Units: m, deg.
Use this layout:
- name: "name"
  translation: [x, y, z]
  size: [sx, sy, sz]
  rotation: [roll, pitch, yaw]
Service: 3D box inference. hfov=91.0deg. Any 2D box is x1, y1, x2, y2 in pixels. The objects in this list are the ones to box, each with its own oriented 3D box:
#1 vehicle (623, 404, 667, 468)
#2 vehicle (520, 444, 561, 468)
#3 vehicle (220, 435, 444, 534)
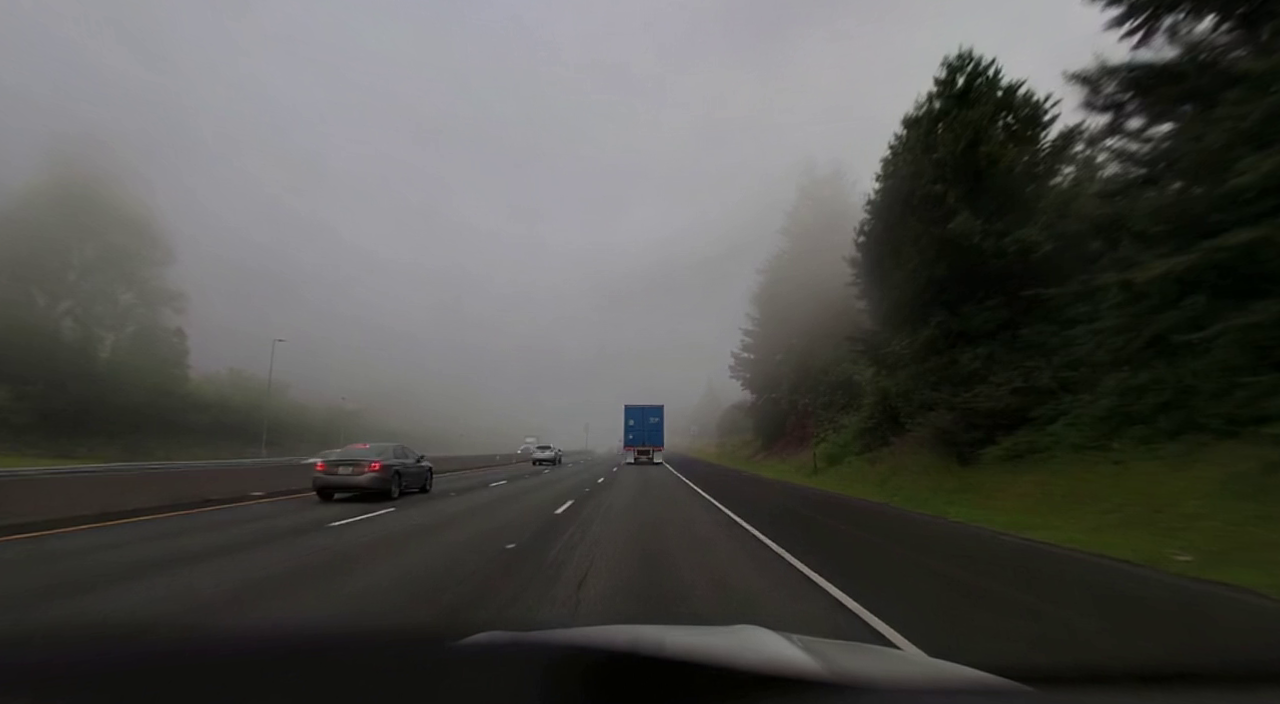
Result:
- name: "vehicle"
  translation: [0.323, 6.605, 48.665]
  size: [2.918, 4.124, 14.567]
  rotation: [0, -9, 0]
- name: "vehicle"
  translation: [-6.835, 7.200, 43.654]
  size: [2.050, 1.540, 4.766]
  rotation: [0, -9, 0]
- name: "vehicle"
  translation: [-5.576, 2.442, 12.306]
  size: [2.017, 1.517, 4.766]
  rotation: [0, -9, -1]
